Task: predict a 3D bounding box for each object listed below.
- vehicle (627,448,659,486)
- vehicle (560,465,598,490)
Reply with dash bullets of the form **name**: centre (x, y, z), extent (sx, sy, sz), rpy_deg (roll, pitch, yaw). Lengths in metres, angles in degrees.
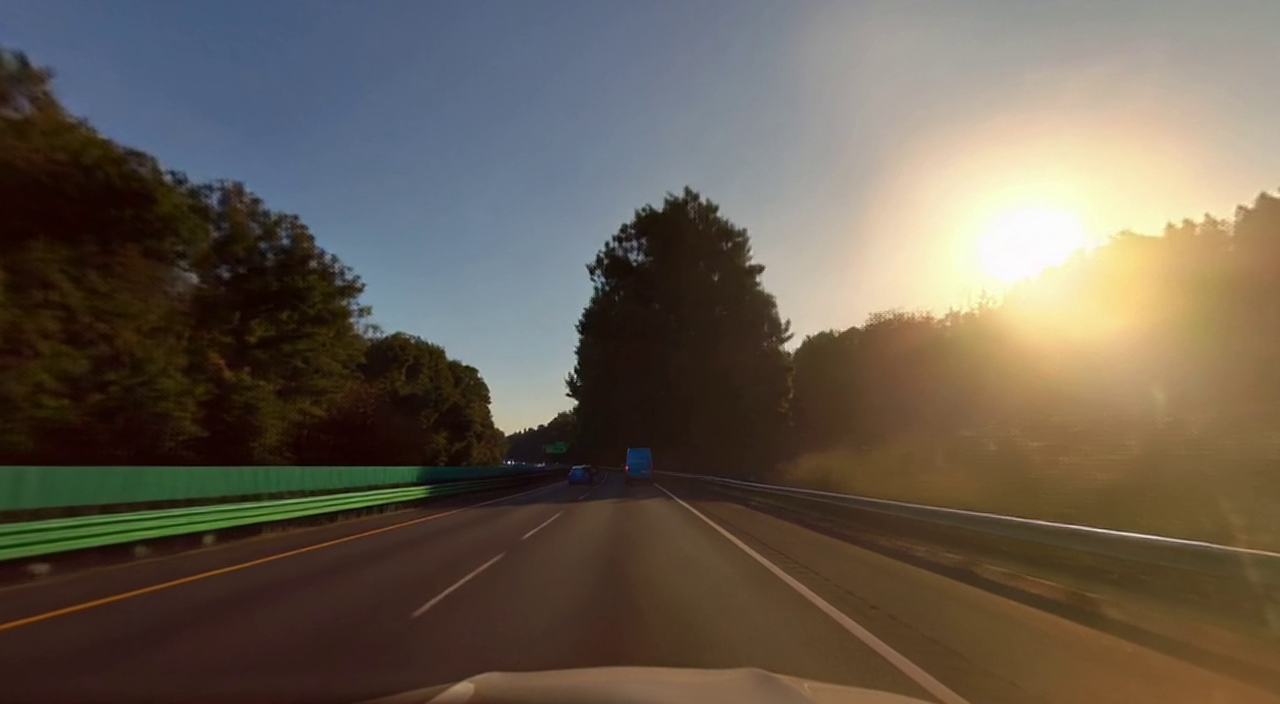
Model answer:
- **vehicle**: centre (0.179, 9.096, 49.669), extent (2.382, 2.752, 5.333), rpy_deg (1, -11, -1)
- **vehicle**: centre (-3.826, 7.935, 40.006), extent (2.038, 1.490, 4.391), rpy_deg (1, -11, -1)
